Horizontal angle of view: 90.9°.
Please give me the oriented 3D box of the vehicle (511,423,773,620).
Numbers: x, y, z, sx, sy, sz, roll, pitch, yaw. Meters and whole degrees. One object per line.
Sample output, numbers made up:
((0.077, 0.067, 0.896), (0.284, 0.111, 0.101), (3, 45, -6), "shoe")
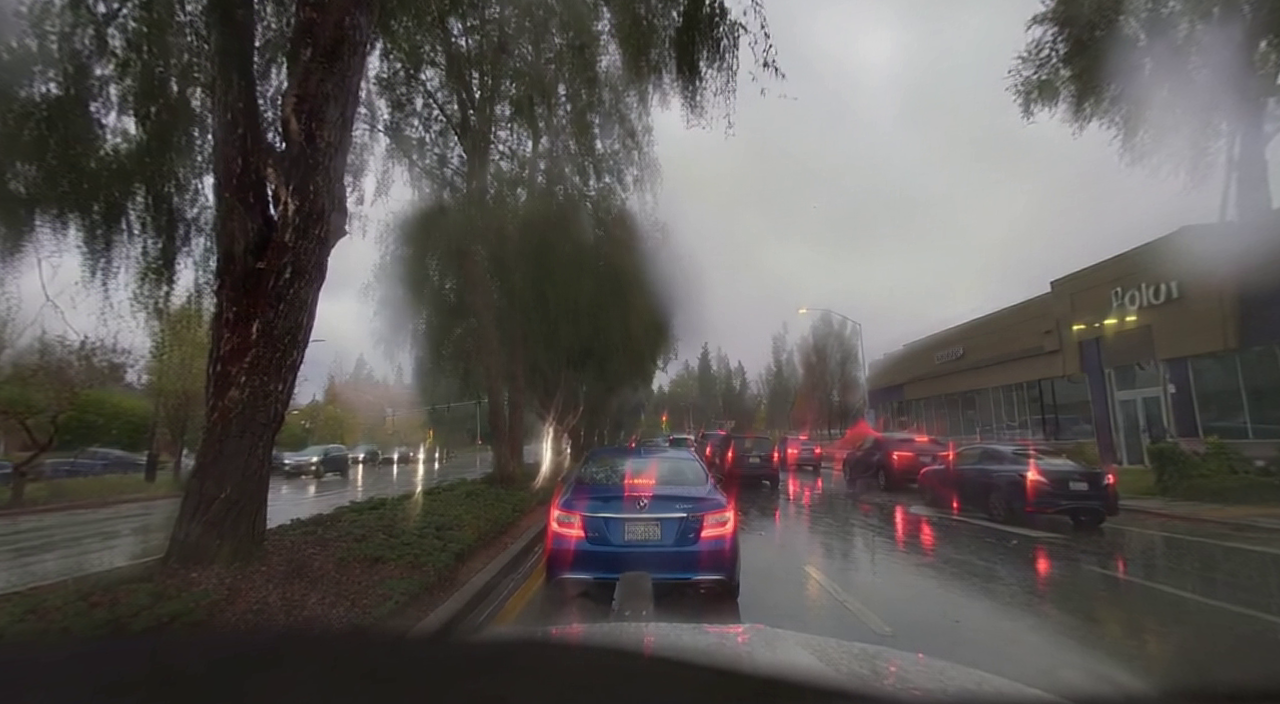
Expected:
((-0.014, 1.603, 7.017), (1.977, 1.465, 4.376), (0, -8, -1), "vehicle")

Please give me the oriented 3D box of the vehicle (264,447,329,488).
((-16.099, 5.394, 29.791), (2.163, 1.743, 4.428), (3, -9, -22), "vehicle")

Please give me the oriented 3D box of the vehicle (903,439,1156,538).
((6.841, 2.399, 11.797), (1.911, 1.468, 4.417), (0, -8, 0), "vehicle")
